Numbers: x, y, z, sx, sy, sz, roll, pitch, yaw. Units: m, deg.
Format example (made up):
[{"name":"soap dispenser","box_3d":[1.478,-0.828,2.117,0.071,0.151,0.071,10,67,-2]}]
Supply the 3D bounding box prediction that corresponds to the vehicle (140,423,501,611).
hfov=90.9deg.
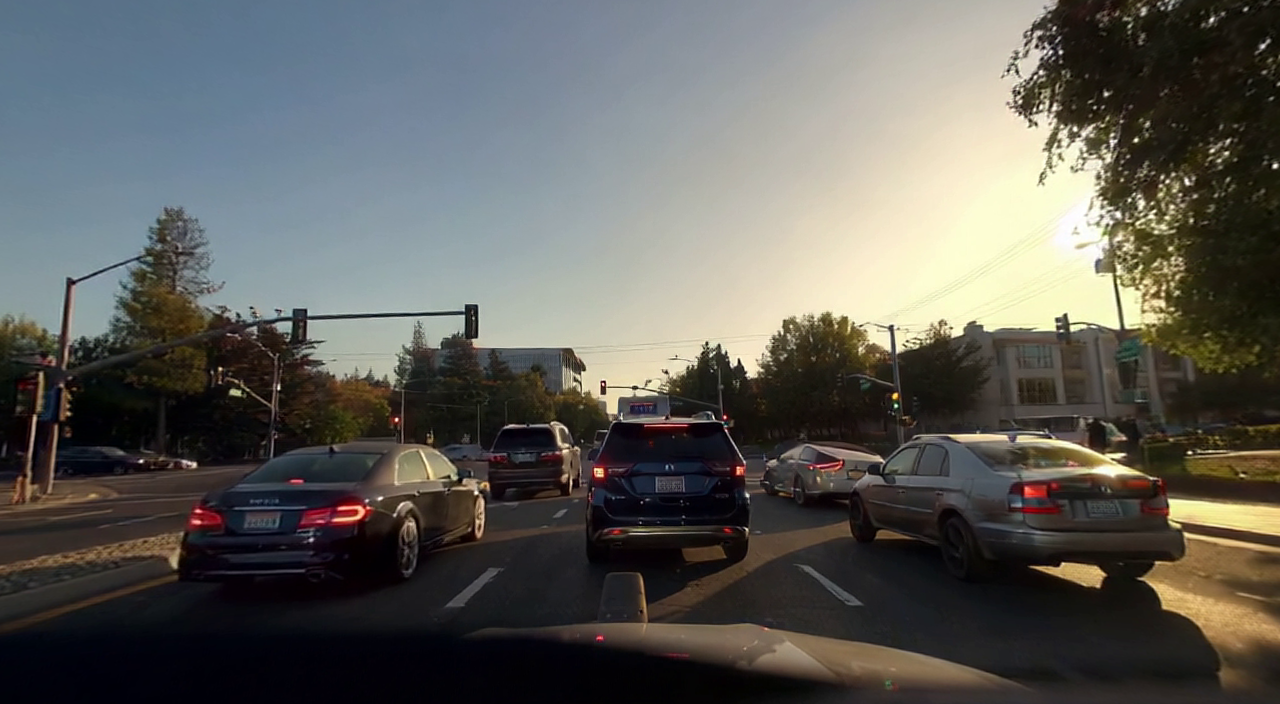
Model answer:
[{"name":"vehicle","box_3d":[-3.050,1.647,7.274,1.876,1.497,4.308,0,-8,0]}]

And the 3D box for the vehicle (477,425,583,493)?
[{"name":"vehicle","box_3d":[-3.204,3.289,19.746,2.230,1.834,5.469,0,-8,1]}]

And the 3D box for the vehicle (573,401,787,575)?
[{"name":"vehicle","box_3d":[0.398,1.706,8.682,2.172,1.764,4.338,0,-8,0]}]

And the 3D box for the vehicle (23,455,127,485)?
[{"name":"vehicle","box_3d":[-33.267,6.930,37.160,4.395,1.636,1.926,-1,-8,5]}]

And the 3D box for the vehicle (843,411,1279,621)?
[{"name":"vehicle","box_3d":[3.925,1.552,6.910,1.954,1.592,3.992,0,-8,-2]}]
